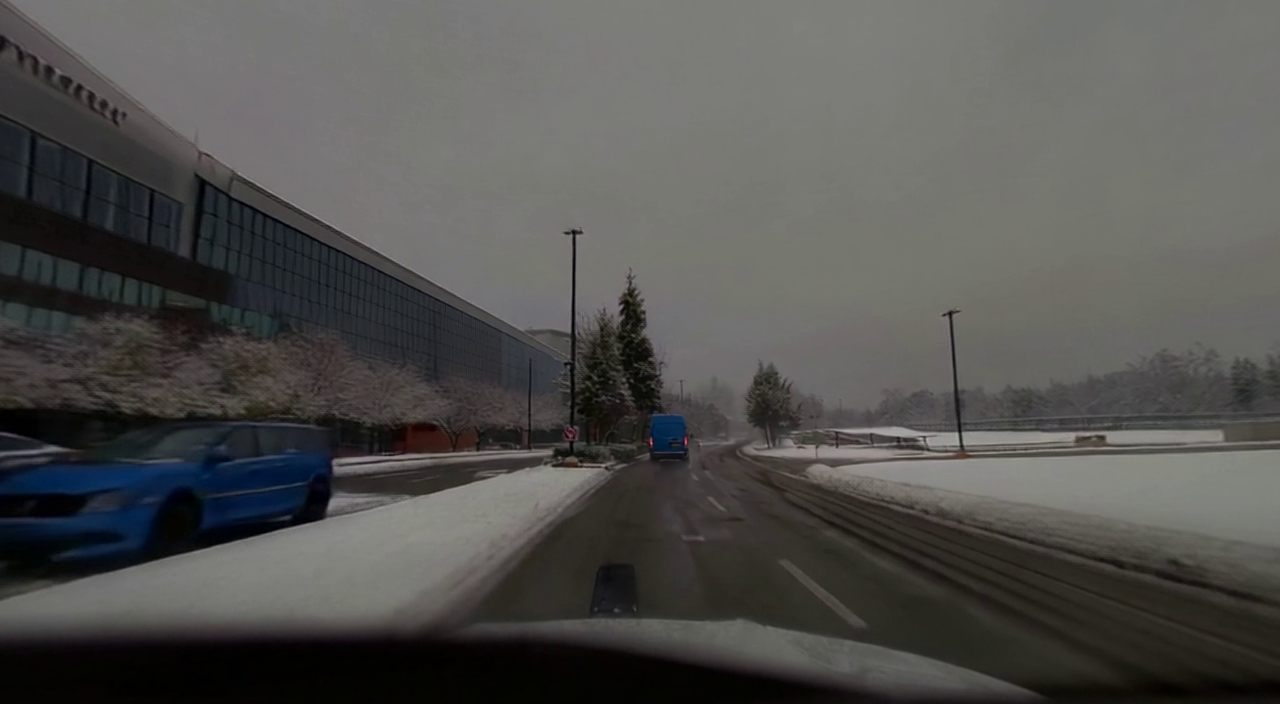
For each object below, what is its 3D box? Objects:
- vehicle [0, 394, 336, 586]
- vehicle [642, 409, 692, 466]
[{"bbox_3d":[-5.685,1.537,7.631,1.935,1.633,4.247,-1,-9,-1],"label":"vehicle"},{"bbox_3d":[1.539,4.577,33.789,2.435,2.816,5.232,-1,-8,5],"label":"vehicle"}]
